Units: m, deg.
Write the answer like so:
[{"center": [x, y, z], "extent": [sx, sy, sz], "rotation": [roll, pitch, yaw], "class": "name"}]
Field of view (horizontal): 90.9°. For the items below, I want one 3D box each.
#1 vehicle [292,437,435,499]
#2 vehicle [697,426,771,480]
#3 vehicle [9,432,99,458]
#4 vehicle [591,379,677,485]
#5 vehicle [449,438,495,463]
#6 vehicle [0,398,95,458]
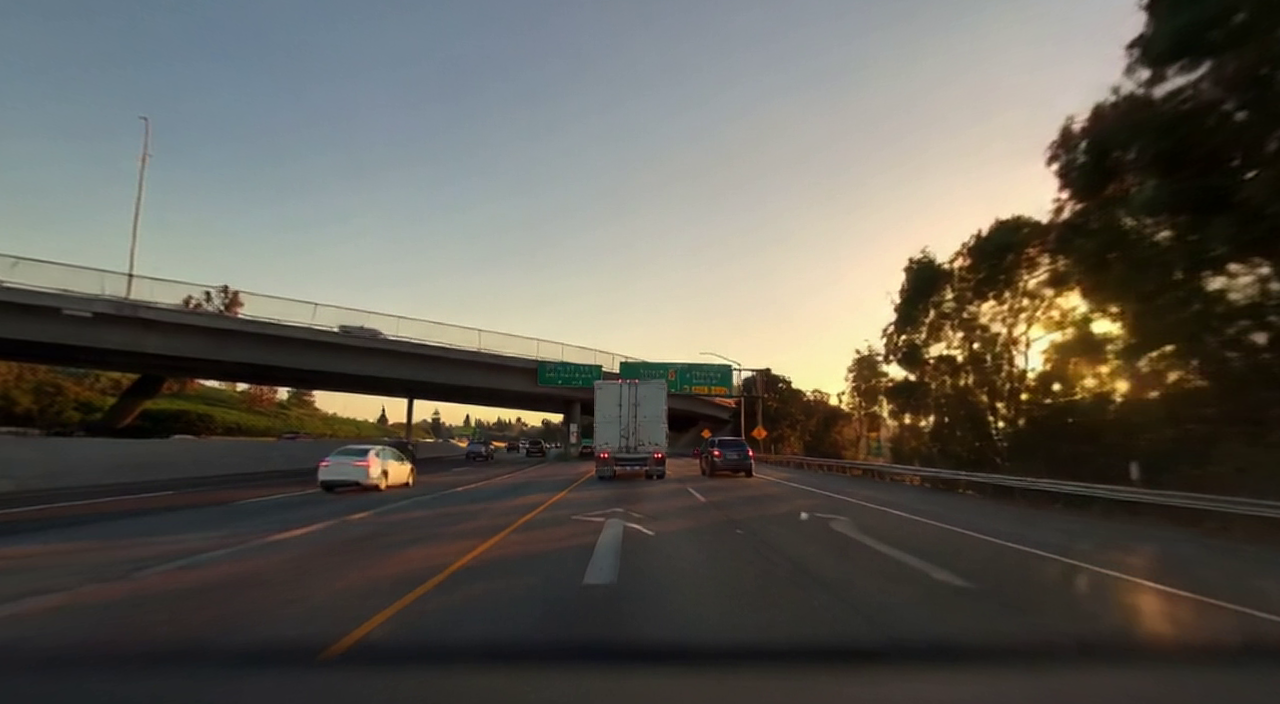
[{"center": [-7.684, 3.243, 18.188], "extent": [2.057, 1.506, 4.829], "rotation": [0, -8, -1], "class": "vehicle"}, {"center": [3.733, 4.127, 26.067], "extent": [2.174, 1.968, 5.016], "rotation": [0, -8, -1], "class": "vehicle"}, {"center": [-38.859, 6.168, 41.965], "extent": [1.824, 1.623, 4.444], "rotation": [0, -8, -3], "class": "vehicle"}, {"center": [-0.282, 3.460, 26.845], "extent": [2.916, 3.584, 10.841], "rotation": [0, -8, -1], "class": "vehicle"}, {"center": [-12.132, 7.135, 45.933], "extent": [2.119, 1.747, 5.121], "rotation": [0, -8, -2], "class": "vehicle"}, {"center": [-42.367, 5.295, 43.281], "extent": [2.948, 3.750, 7.867], "rotation": [0, -8, -3], "class": "vehicle"}]
